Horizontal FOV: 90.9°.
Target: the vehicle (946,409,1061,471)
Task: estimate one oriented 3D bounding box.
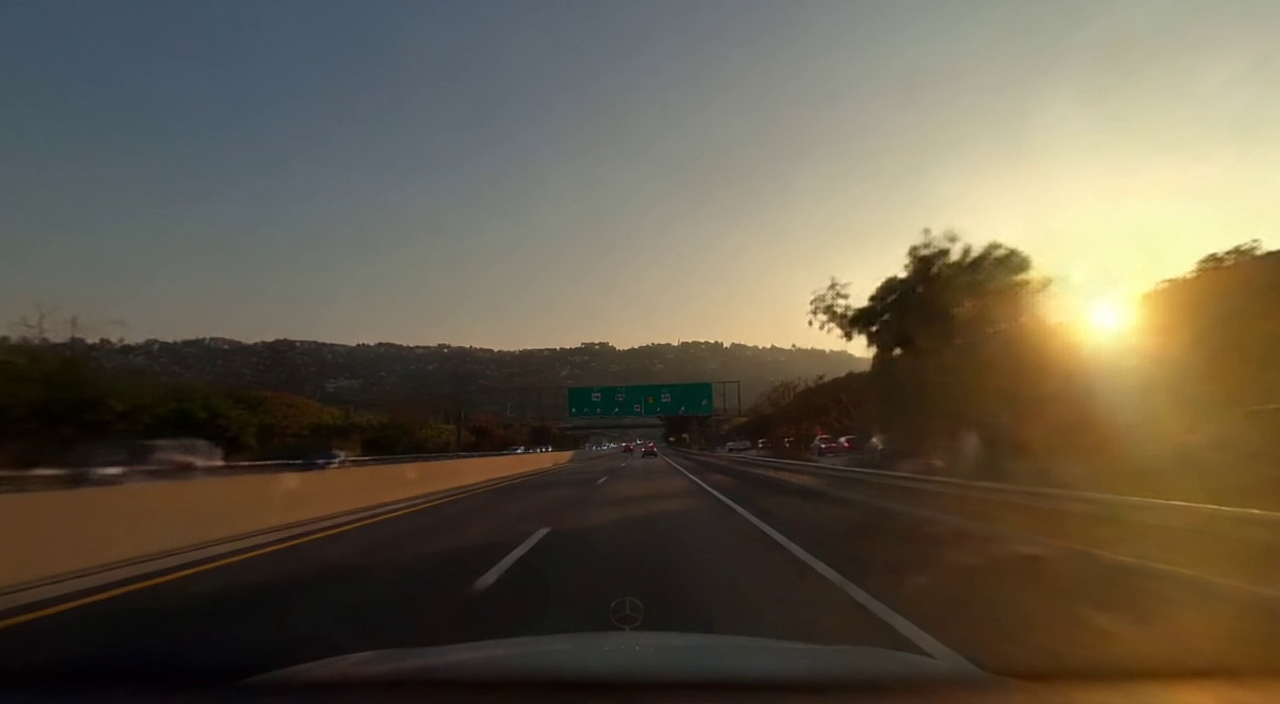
[{"bbox_3d":[27.815,6.857,49.061,3.160,4.297,9.428,0,-8,0],"label":"vehicle"}]
